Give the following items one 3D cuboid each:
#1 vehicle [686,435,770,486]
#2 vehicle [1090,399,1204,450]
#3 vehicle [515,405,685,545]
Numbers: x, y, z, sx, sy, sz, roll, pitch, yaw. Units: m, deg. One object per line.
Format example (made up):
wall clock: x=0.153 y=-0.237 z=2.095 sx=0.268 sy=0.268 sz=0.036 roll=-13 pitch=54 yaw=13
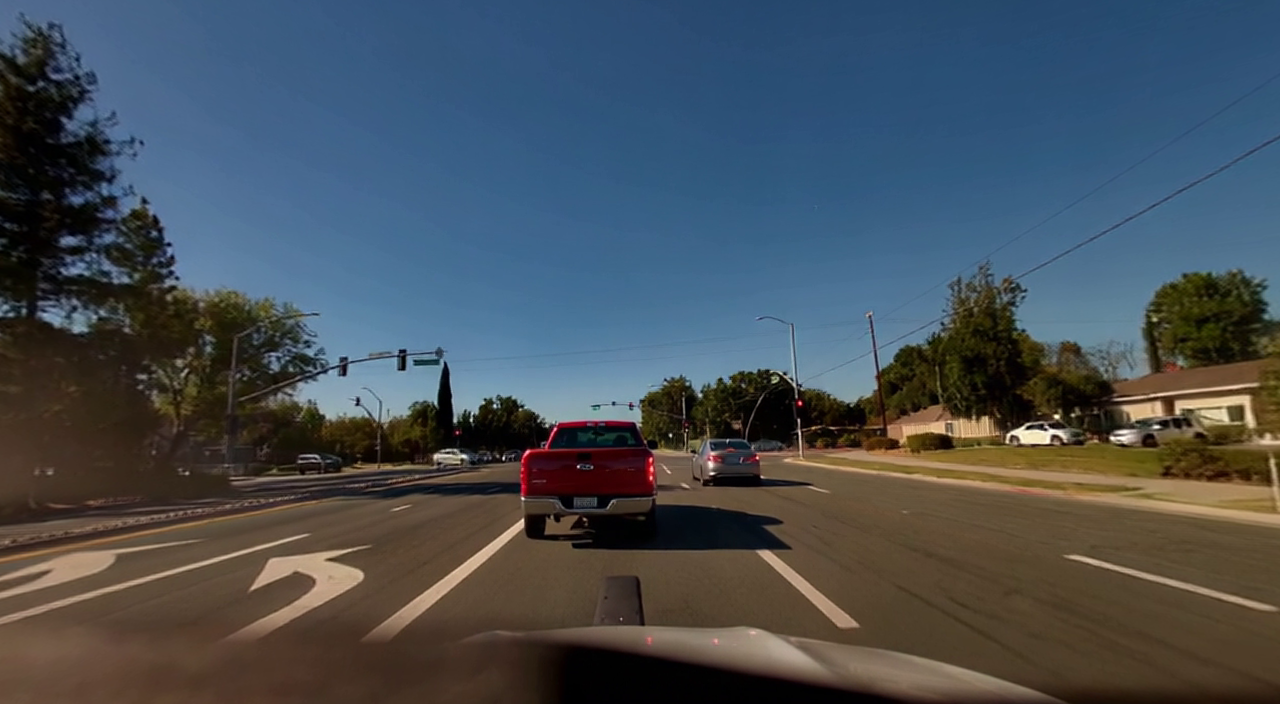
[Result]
vehicle: x=2.772 y=3.552 z=20.998 sx=2.073 sy=1.484 sz=4.437 roll=0 pitch=-8 yaw=-1
vehicle: x=30.382 y=4.432 z=38.047 sx=2.892 sy=2.881 sz=4.178 roll=2 pitch=-9 yaw=-16
vehicle: x=-0.526 y=1.903 z=10.434 sx=2.145 sy=1.762 sz=4.731 roll=0 pitch=-8 yaw=-1
